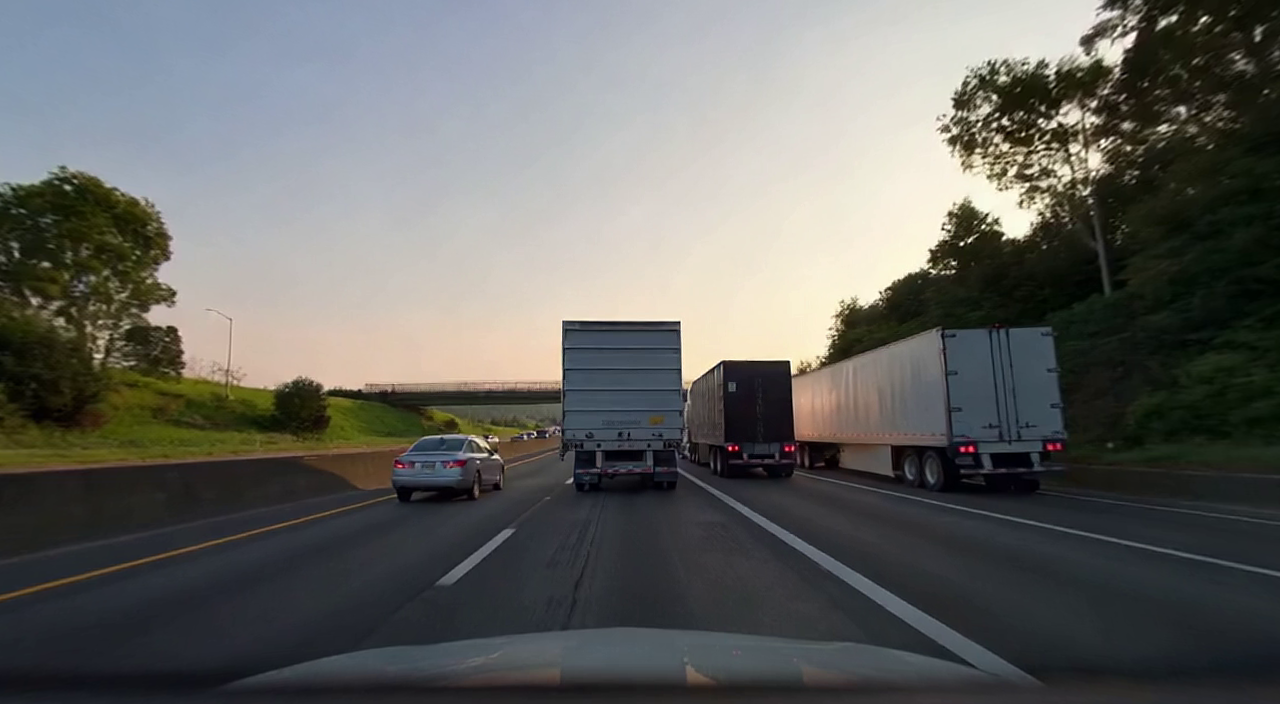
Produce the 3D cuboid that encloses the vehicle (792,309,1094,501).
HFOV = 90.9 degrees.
[{"bbox_3d":[7.994,1.968,19.984,3.000,4.114,13.063,0,-8,-1],"label":"vehicle"}]

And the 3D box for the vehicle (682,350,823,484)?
[{"bbox_3d":[3.648,2.635,24.085,2.817,3.886,11.491,0,-8,-2],"label":"vehicle"}]

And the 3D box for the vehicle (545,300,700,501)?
[{"bbox_3d":[-0.483,1.663,18.079,3.090,4.065,10.702,0,-8,-1],"label":"vehicle"}]

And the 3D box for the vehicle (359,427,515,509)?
[{"bbox_3d":[-4.097,2.386,13.478,2.049,1.483,3.786,0,-8,0],"label":"vehicle"}]
